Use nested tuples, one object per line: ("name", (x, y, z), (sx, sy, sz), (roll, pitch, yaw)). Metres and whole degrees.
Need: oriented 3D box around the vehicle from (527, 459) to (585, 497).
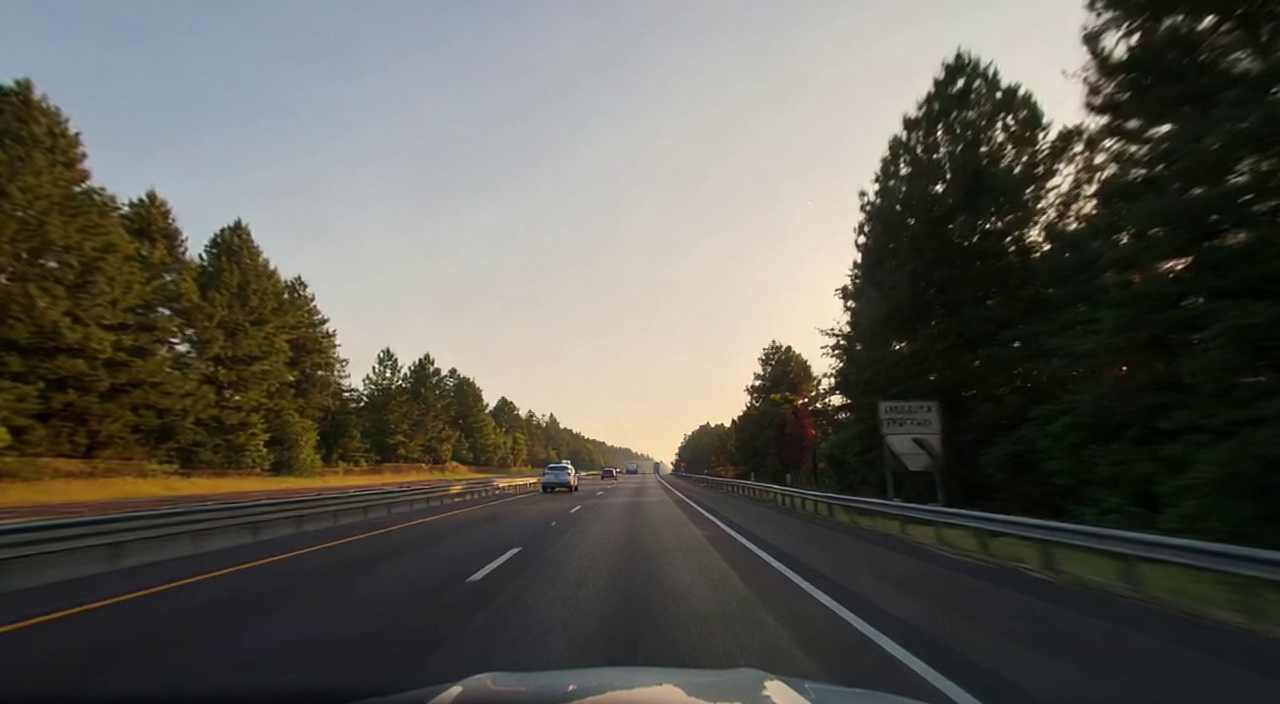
("vehicle", (-3.874, 5.961, 29.918), (2.180, 1.618, 4.219), (1, -10, 0))
